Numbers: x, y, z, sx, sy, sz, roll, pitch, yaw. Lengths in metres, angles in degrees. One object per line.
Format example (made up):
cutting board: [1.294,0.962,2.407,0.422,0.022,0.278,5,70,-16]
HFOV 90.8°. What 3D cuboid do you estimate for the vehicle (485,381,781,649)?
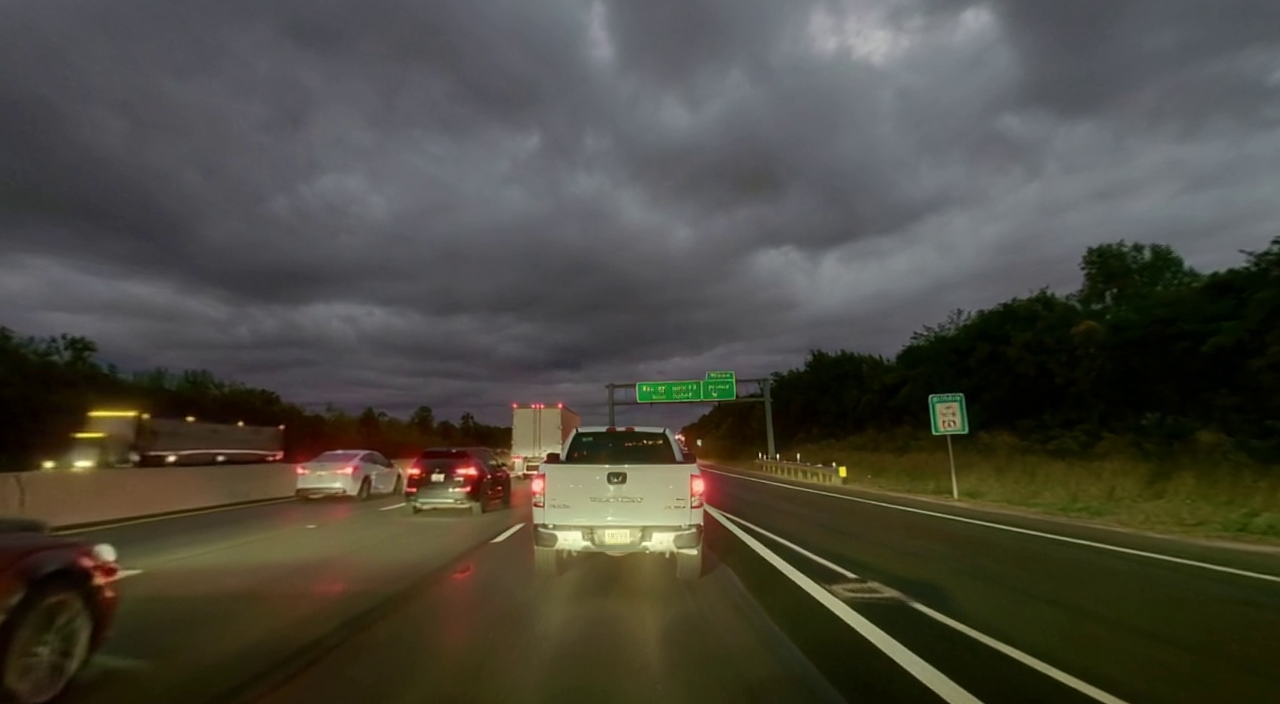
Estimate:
vehicle: [-0.090,1.361,6.062,1.995,1.798,3.380,0,-9,-1]

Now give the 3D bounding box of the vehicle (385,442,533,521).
vehicle: [-3.896,2.851,14.481,1.986,1.501,4.407,-1,-9,1]

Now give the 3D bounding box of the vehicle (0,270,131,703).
vehicle: [-3.914,0.438,1.089,2.055,2.144,4.782,0,-9,-1]

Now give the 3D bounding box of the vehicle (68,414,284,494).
vehicle: [-23.141,5.251,32.775,2.735,3.428,11.168,0,-9,0]

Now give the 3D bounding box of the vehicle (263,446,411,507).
vehicle: [-8.210,3.393,17.693,1.874,1.470,4.576,0,-9,0]
